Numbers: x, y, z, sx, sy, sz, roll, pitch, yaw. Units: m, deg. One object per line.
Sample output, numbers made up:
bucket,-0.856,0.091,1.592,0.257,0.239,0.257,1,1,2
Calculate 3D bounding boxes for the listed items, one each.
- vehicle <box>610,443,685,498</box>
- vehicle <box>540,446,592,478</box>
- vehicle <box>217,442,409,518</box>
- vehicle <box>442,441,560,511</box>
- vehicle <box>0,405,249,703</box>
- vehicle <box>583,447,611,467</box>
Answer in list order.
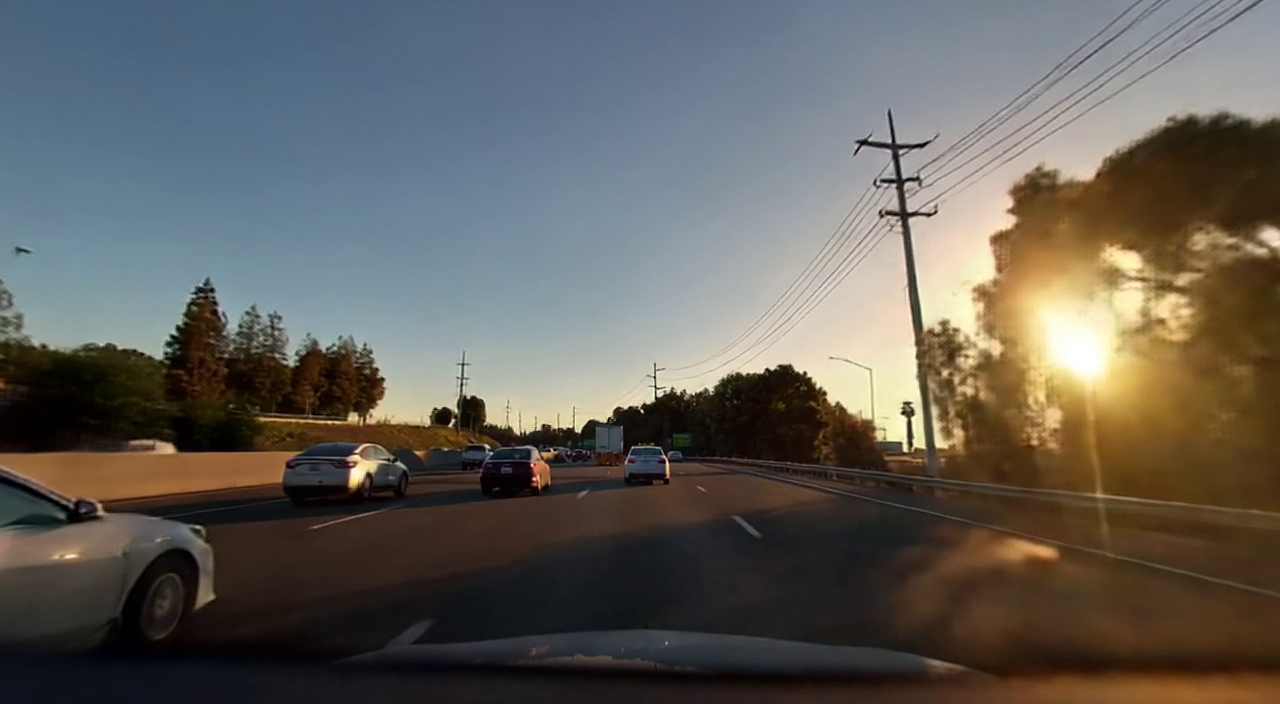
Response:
vehicle,0.172,3.548,19.367,2.018,1.470,4.491,0,-9,-1
vehicle,-3.480,5.256,30.339,2.013,1.437,3.801,0,-9,0
vehicle,-7.111,2.797,14.392,1.867,1.445,4.499,0,-9,1
vehicle,-3.215,2.948,15.495,1.912,1.464,4.115,0,-9,1
vehicle,-3.690,0.905,2.148,1.883,1.500,4.373,0,-9,0
vehicle,-3.146,7.726,46.515,1.840,1.439,3.687,0,-9,0
